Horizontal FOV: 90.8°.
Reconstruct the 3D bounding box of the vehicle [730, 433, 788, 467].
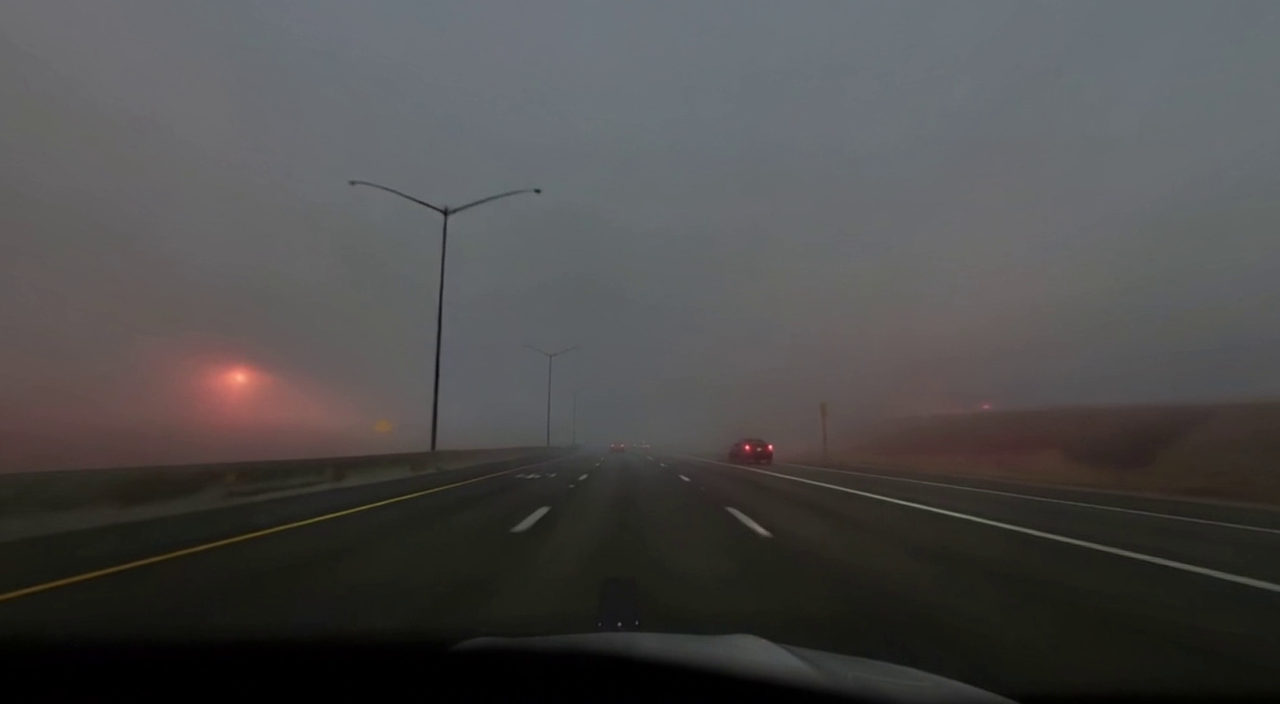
[{"bbox_3d":[6.344,5.325,34.330,2.104,1.723,4.538,0,-8,-2],"label":"vehicle"}]
